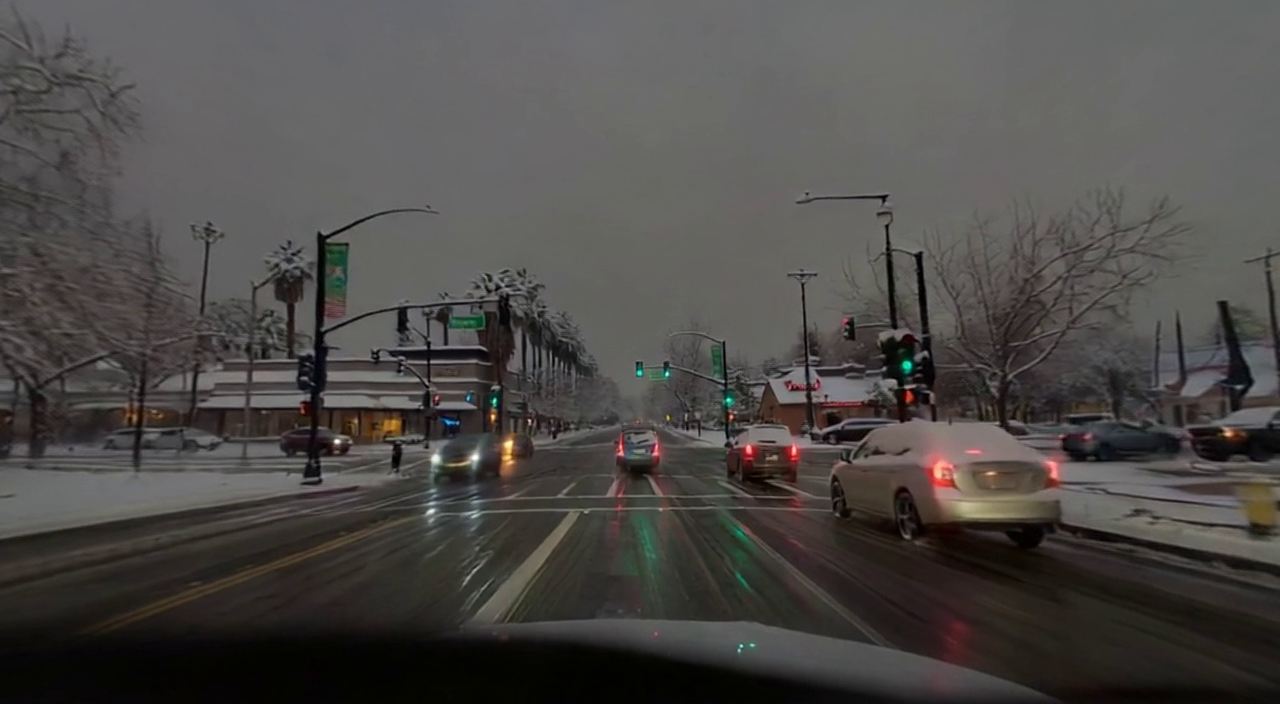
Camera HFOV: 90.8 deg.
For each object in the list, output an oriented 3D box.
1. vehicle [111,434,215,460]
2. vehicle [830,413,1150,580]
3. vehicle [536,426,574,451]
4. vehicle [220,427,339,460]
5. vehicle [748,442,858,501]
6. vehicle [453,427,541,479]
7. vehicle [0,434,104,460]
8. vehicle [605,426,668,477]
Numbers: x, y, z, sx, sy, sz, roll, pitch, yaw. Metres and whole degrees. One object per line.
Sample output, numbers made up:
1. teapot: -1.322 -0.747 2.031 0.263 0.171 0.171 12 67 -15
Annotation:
1. vehicle: -28.422 5.660 37.728 4.734 1.416 2.083 -1 -7 6
2. vehicle: 4.325 1.839 8.894 2.070 1.711 4.480 -1 -8 3
3. vehicle: -6.038 6.216 45.161 2.040 1.670 4.508 0 -8 0
4. vehicle: -20.815 5.305 36.585 5.674 1.804 2.190 -1 -8 6
5. vehicle: 4.416 3.289 17.920 1.963 1.449 4.653 0 -8 1
6. vehicle: -5.522 3.987 25.161 2.324 1.808 4.946 0 -8 0
7. vehicle: -35.573 5.741 38.127 4.643 1.464 2.125 -1 -8 4
8. vehicle: -0.165 3.908 24.947 2.264 1.798 4.531 0 -8 -1
